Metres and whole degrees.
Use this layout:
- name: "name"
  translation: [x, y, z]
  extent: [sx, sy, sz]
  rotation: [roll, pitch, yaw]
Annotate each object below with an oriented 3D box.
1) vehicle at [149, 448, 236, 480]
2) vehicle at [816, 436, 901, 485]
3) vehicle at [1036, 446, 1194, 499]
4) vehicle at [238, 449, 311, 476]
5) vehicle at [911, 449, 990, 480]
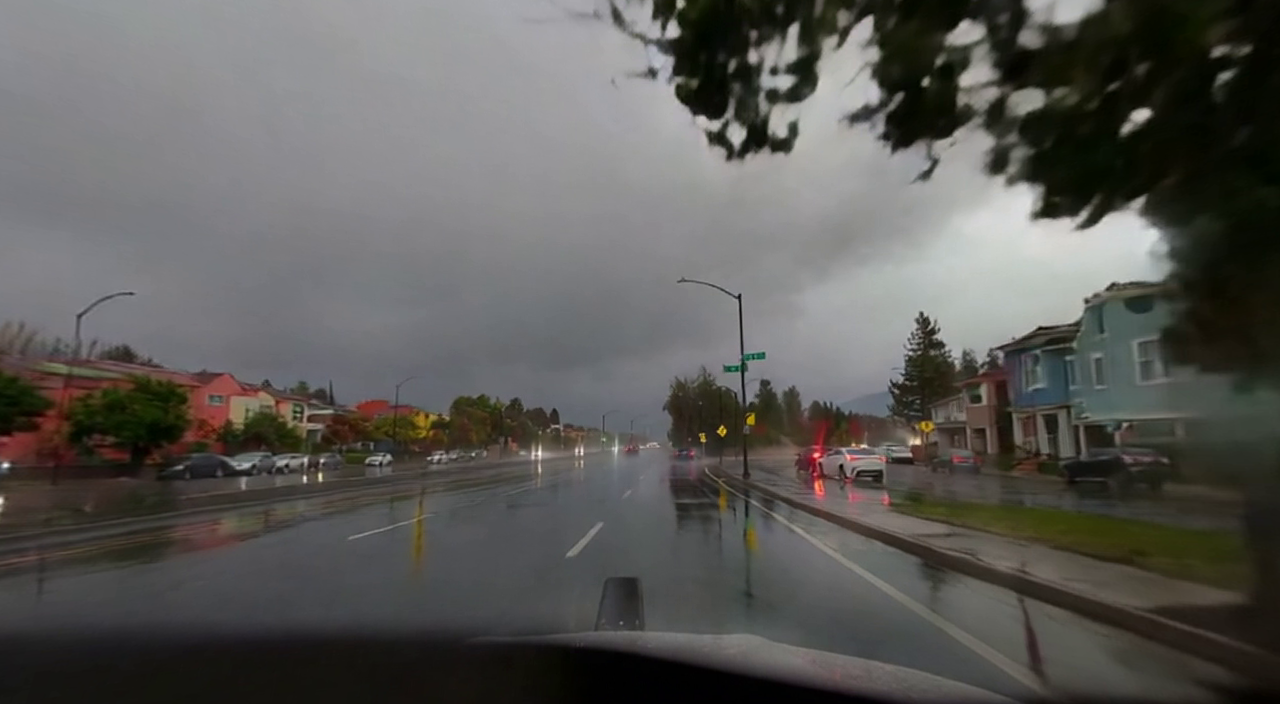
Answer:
- name: "vehicle"
  translation: [-27.669, 7.032, 39.266]
  extent: [1.983, 1.691, 4.336]
  rotation: [-3, -13, 3]
- name: "vehicle"
  translation: [9.413, 4.843, 27.700]
  extent: [1.923, 1.741, 4.683]
  rotation: [-3, -13, -1]
- name: "vehicle"
  translation: [15.935, 4.025, 21.583]
  extent: [1.940, 1.556, 4.542]
  rotation: [1, -9, 1]
- name: "vehicle"
  translation: [-27.067, 8.145, 46.972]
  extent: [2.076, 1.815, 4.985]
  rotation: [0, -9, 5]
- name: "vehicle"
  translation: [16.500, 5.962, 33.859]
  extent: [1.969, 1.465, 4.930]
  rotation: [0, -9, 3]
